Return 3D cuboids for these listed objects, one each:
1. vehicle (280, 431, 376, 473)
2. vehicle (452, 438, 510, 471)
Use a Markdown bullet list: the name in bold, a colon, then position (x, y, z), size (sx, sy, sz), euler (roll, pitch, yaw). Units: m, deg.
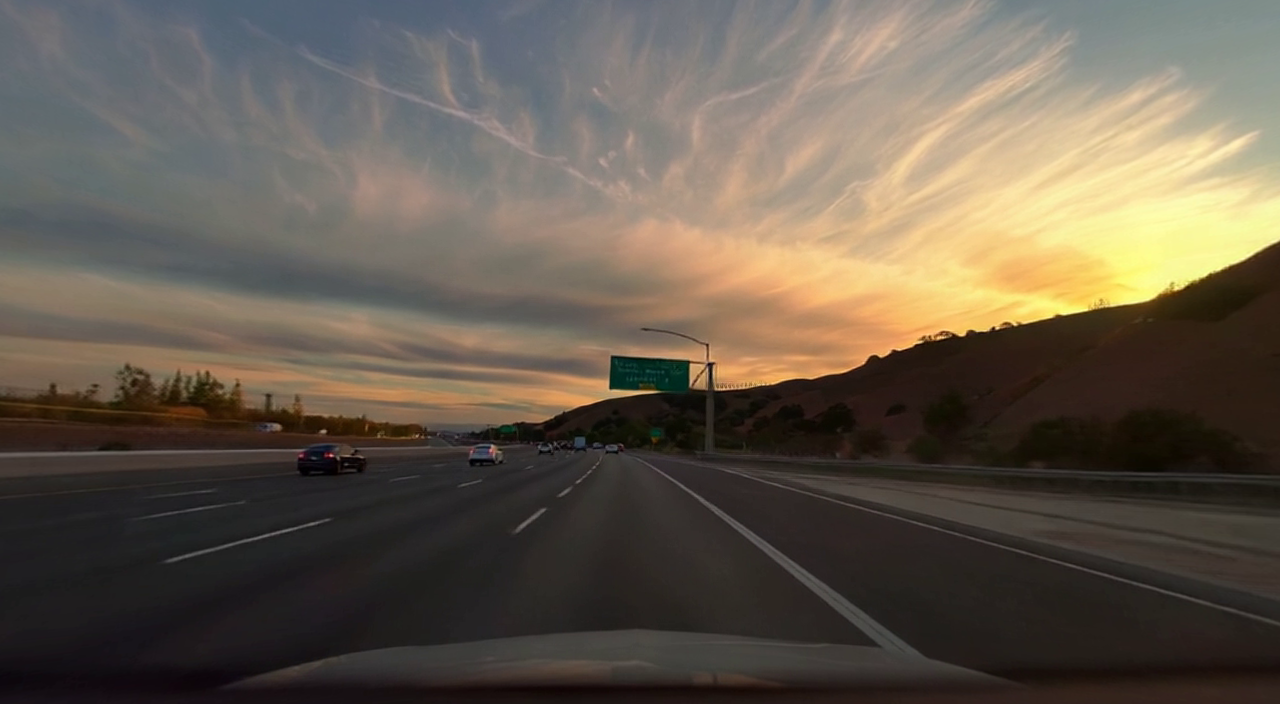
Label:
- **vehicle**: position (-15.735, 5.095, 32.302), size (2.240, 1.953, 5.452), euler (0, -8, -1)
- **vehicle**: position (-8.683, 5.626, 34.864), size (2.104, 1.715, 4.319), euler (0, -8, -1)
